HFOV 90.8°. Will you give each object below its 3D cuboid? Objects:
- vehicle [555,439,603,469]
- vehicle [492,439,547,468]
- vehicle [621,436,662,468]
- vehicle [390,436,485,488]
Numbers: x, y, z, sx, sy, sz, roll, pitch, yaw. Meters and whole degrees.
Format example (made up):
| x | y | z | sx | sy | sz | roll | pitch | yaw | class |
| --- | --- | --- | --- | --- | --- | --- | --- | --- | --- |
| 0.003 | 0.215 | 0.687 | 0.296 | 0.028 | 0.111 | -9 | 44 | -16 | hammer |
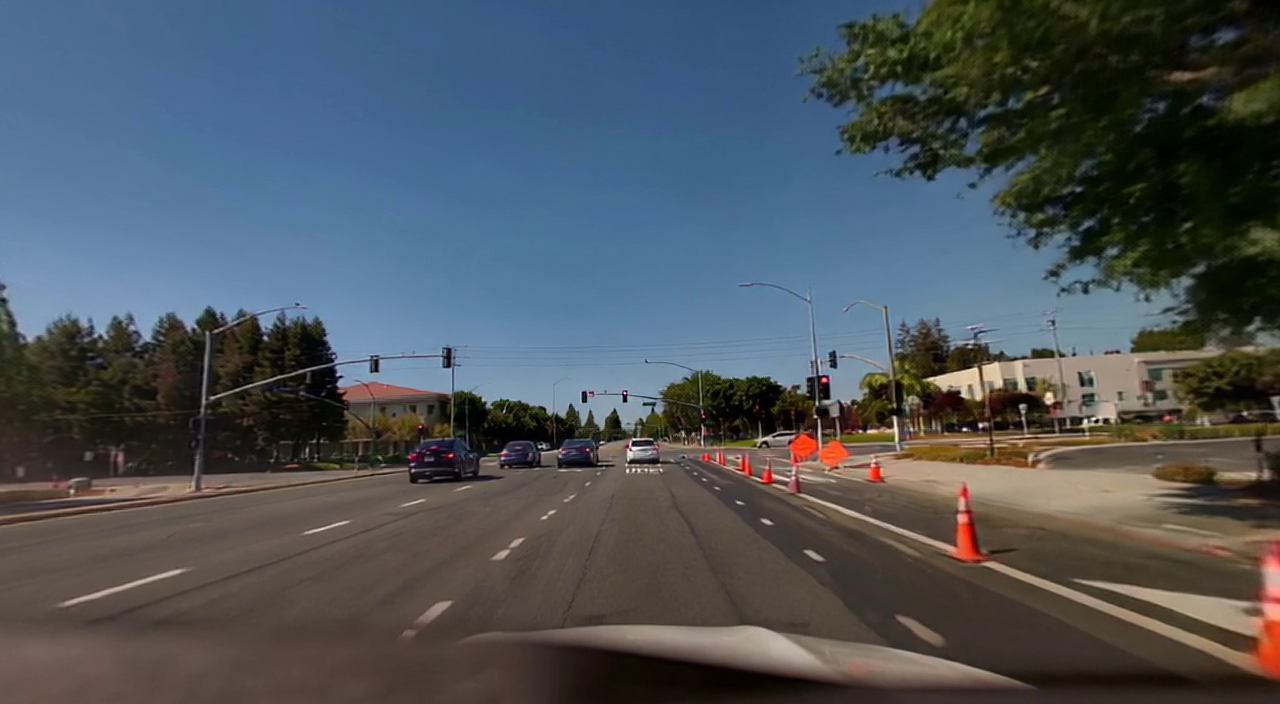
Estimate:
| x | y | z | sx | sy | sz | roll | pitch | yaw | class |
| --- | --- | --- | --- | --- | --- | --- | --- | --- | --- |
| -3.011 | 5.136 | 32.016 | 1.946 | 1.437 | 4.154 | 0 | -8 | 1 | vehicle |
| -6.536 | 5.552 | 34.644 | 2.074 | 1.447 | 4.224 | 0 | -8 | 2 | vehicle |
| 0.083 | 5.081 | 32.350 | 1.985 | 1.521 | 3.968 | 0 | -8 | 1 | vehicle |
| -6.799 | 3.717 | 21.694 | 1.869 | 1.570 | 4.064 | 0 | -8 | 1 | vehicle |
